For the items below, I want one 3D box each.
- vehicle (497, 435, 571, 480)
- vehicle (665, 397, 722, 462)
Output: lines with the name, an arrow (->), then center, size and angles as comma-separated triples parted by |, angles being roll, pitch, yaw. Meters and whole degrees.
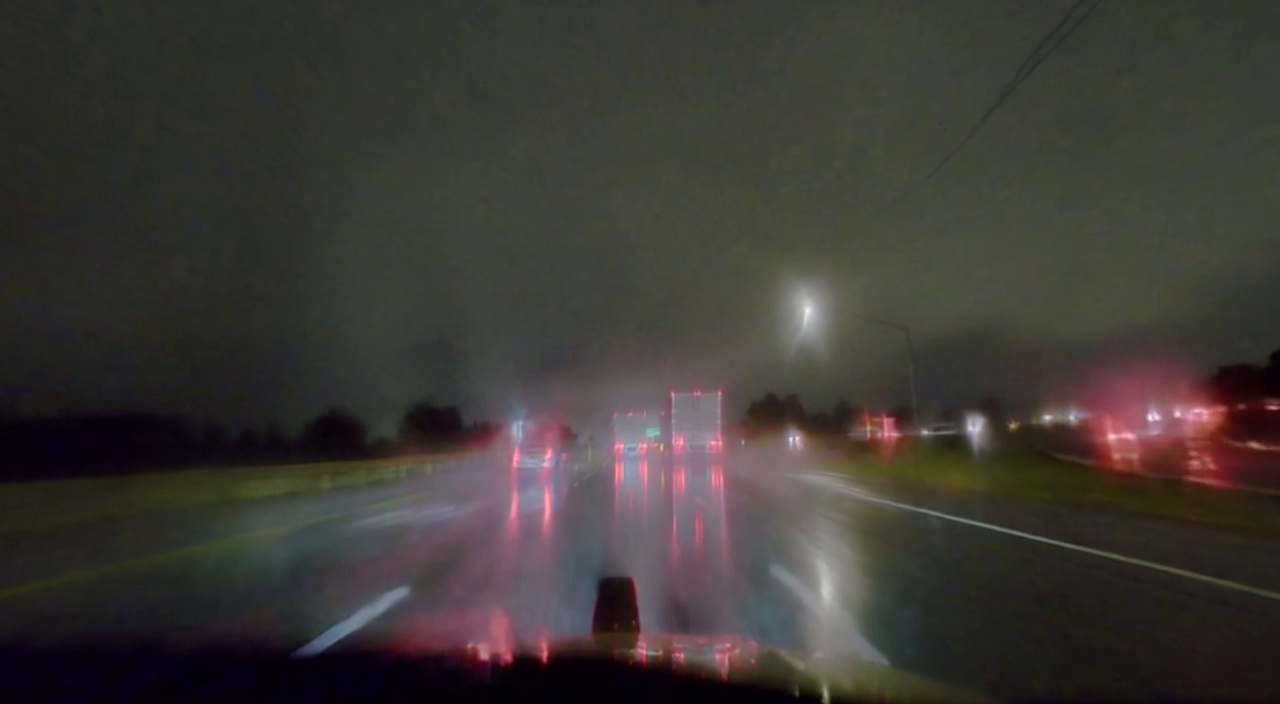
vehicle -> -3.961, 4.026, 24.289 | 2.111, 1.536, 4.270 | 0, -8, 0
vehicle -> 3.562, 5.596, 44.681 | 2.997, 3.983, 10.860 | 1, -8, 0
